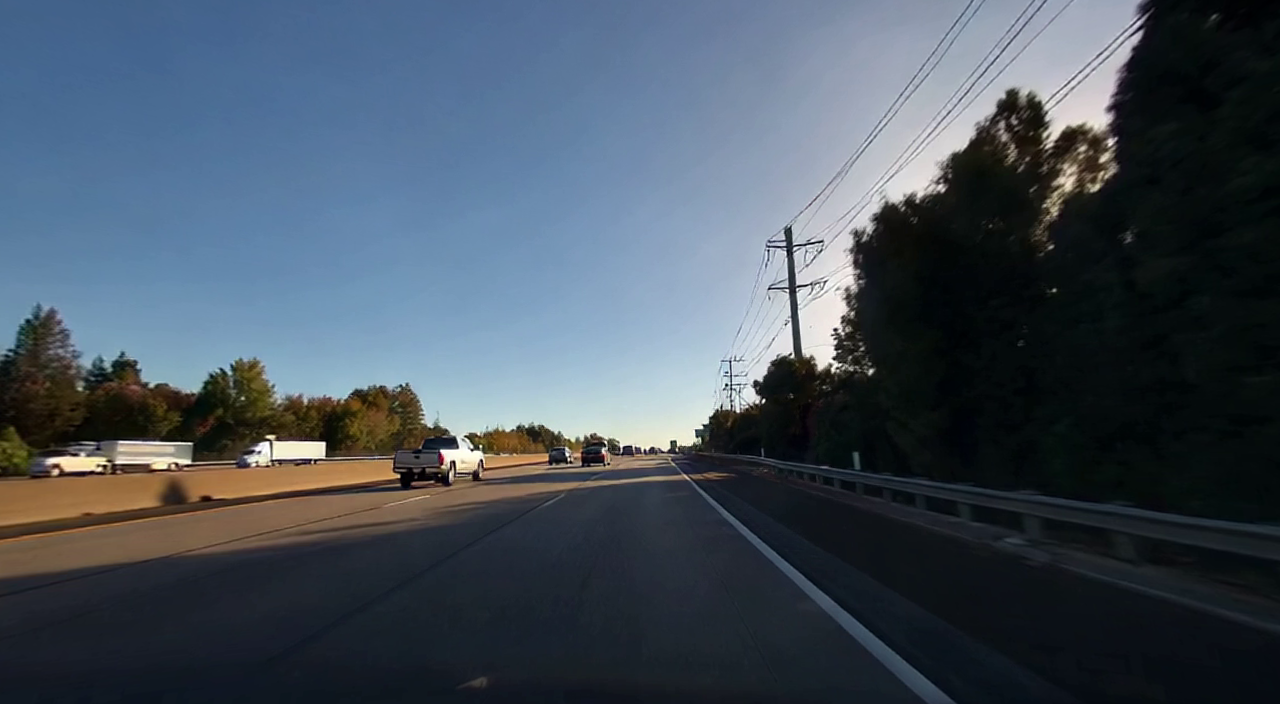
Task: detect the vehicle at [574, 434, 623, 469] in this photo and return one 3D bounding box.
[{"bbox_3d":[-2.502,6.225,39.563,2.448,2.025,5.193,-1,-8,3],"label":"vehicle"}]

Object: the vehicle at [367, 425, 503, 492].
[{"bbox_3d":[-6.817,3.655,22.090,2.460,1.992,6.474,0,-8,1],"label":"vehicle"}]
